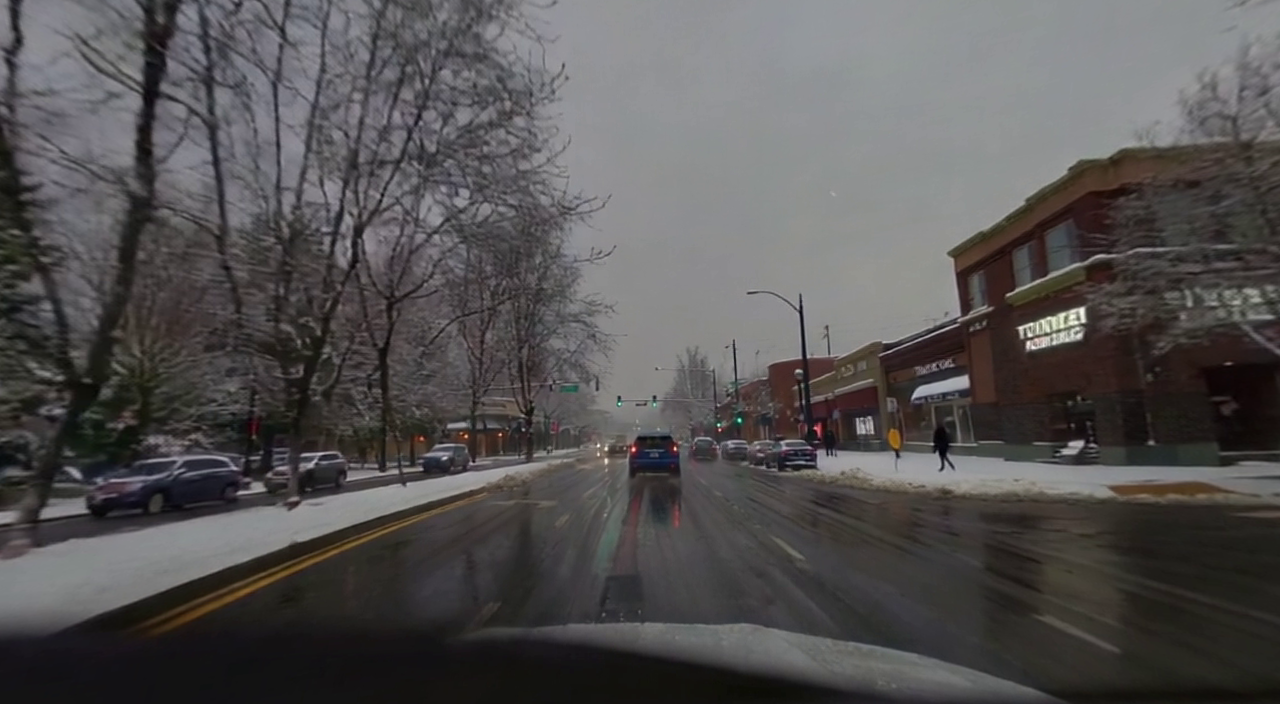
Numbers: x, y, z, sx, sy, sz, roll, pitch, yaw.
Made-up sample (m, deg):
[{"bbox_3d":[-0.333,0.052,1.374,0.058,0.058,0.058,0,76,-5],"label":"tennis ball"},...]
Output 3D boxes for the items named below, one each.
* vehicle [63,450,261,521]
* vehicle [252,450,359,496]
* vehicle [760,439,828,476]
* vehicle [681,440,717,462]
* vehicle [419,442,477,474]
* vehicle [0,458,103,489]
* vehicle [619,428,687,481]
[{"bbox_3d":[-13.542,3.749,18.390,2.148,1.694,4.561,-2,-8,1],"label":"vehicle"},{"bbox_3d":[-13.473,4.876,25.802,1.934,1.639,4.387,-1,-8,1],"label":"vehicle"},{"bbox_3d":[6.778,4.698,28.354,2.048,1.484,4.709,-1,-8,2],"label":"vehicle"},{"bbox_3d":[4.180,7.101,45.460,2.209,1.478,4.138,-1,-8,1],"label":"vehicle"},{"bbox_3d":[-12.949,7.145,42.971,2.197,1.985,5.183,-1,-8,2],"label":"vehicle"},{"bbox_3d":[-34.698,7.088,37.129,1.982,1.610,4.620,-3,-9,3],"label":"vehicle"},{"bbox_3d":[0.494,3.936,24.507,2.382,1.796,4.610,-1,-8,1],"label":"vehicle"}]
